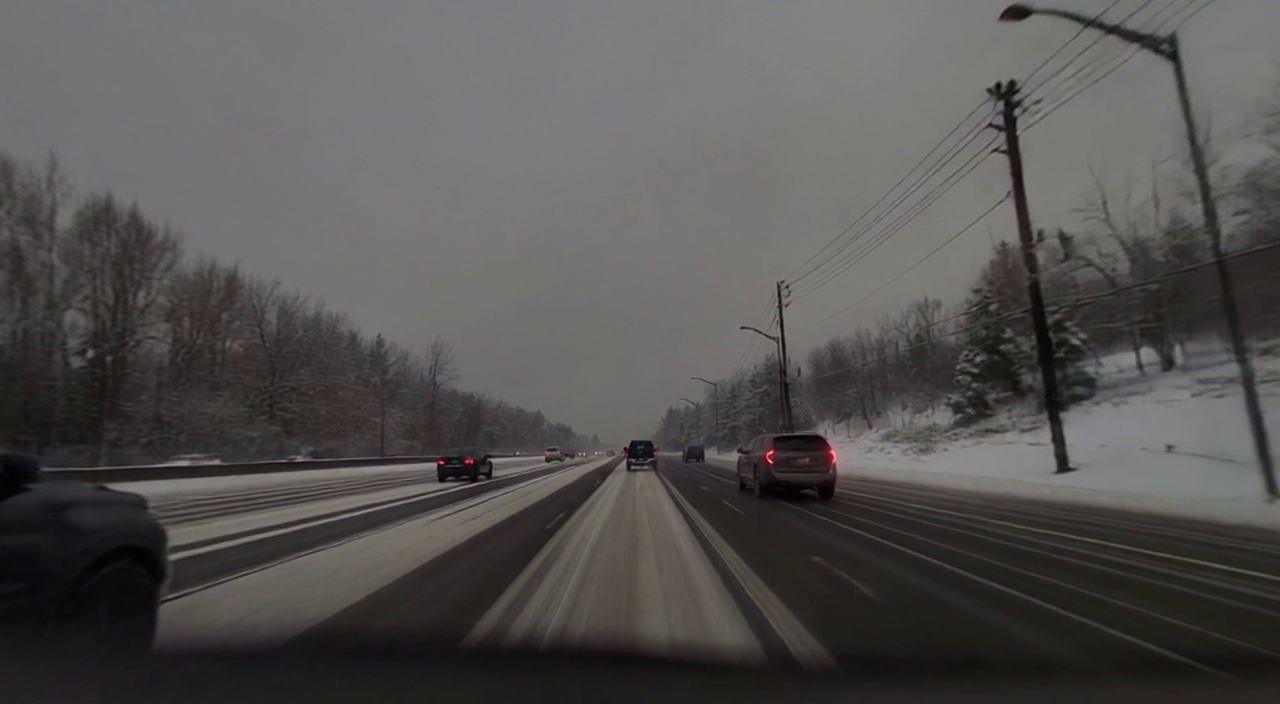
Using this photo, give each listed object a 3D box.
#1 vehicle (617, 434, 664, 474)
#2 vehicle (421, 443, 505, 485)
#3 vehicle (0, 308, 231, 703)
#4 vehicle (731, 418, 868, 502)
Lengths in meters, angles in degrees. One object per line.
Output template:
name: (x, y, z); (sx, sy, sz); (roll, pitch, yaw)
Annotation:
vehicle: (0.060, 5.502, 34.065); (2.372, 1.957, 5.121); (0, -9, 1)
vehicle: (-6.931, 4.430, 25.227); (2.014, 1.526, 4.577); (0, -9, 1)
vehicle: (-3.295, 0.577, 1.054); (2.154, 1.783, 4.476); (0, -9, 0)
vehicle: (4.230, 3.033, 17.993); (2.388, 1.998, 5.749); (0, -9, 0)
